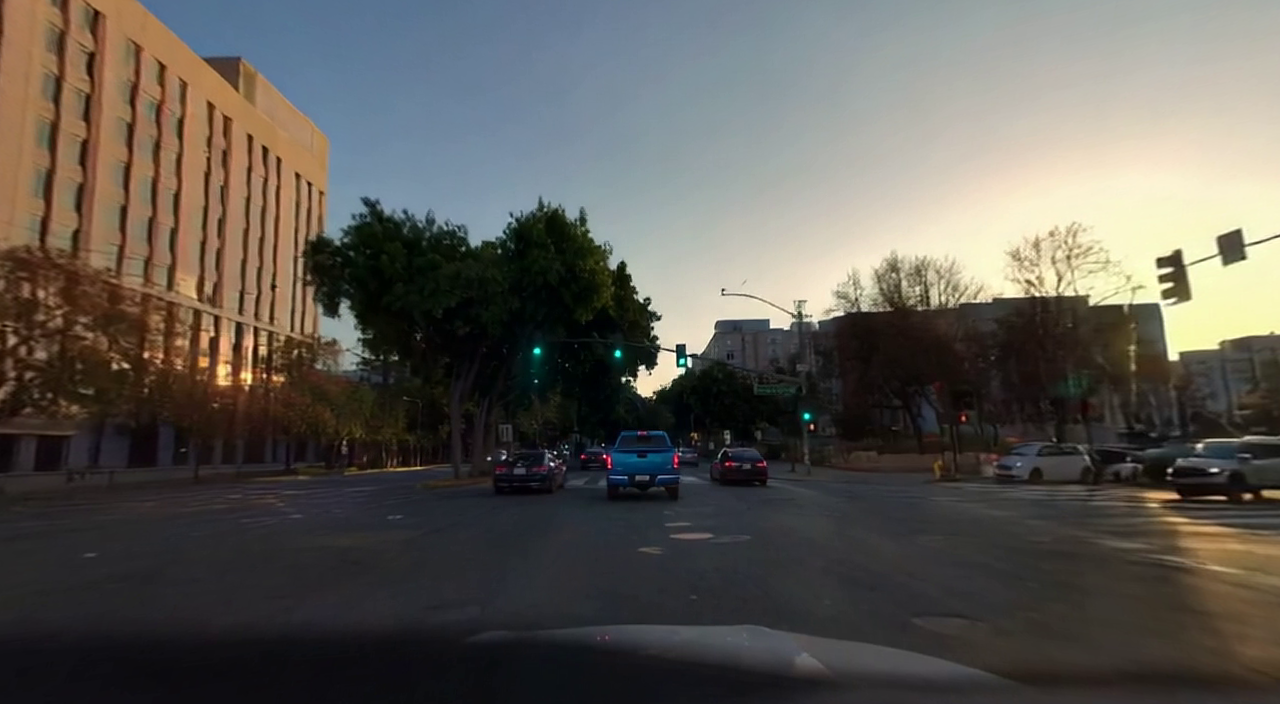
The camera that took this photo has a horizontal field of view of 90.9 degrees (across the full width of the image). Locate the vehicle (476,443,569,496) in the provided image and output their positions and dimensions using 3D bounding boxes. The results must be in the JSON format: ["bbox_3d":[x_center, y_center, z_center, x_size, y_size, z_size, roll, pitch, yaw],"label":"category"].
[{"bbox_3d":[-3.548,3.632,19.938,1.986,1.465,4.509,0,-8,1],"label":"vehicle"}]

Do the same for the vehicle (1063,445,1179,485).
[{"bbox_3d":[19.920,4.624,26.061,4.417,1.492,1.943,4,-9,-26],"label":"vehicle"}]

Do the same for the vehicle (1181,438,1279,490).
[{"bbox_3d":[23.092,4.152,23.806,4.786,1.777,2.248,4,-9,-27],"label":"vehicle"}]

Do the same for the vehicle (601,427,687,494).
[{"bbox_3d":[0.133,3.522,20.827,2.493,1.934,4.957,0,-8,0],"label":"vehicle"}]

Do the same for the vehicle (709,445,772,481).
[{"bbox_3d":[4.398,4.894,28.162,1.968,1.472,4.456,0,-8,-1],"label":"vehicle"}]

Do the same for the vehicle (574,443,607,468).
[{"bbox_3d":[-3.549,7.488,45.897,2.018,1.700,4.142,0,-8,0],"label":"vehicle"}]
